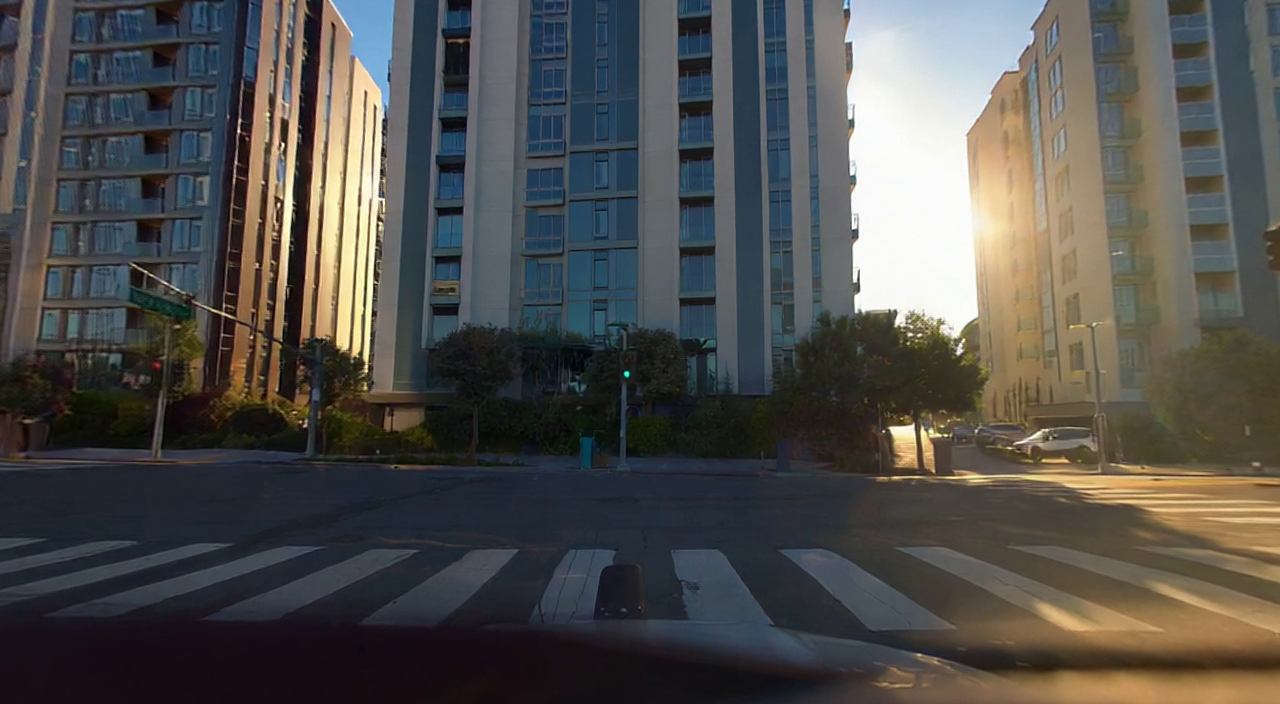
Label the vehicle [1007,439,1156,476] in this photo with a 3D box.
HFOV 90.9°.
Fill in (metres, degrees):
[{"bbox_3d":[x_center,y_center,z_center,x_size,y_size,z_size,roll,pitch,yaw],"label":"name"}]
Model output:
[{"bbox_3d":[18.572,4.460,26.695,4.823,1.458,1.914,0,-9,-1],"label":"vehicle"}]
